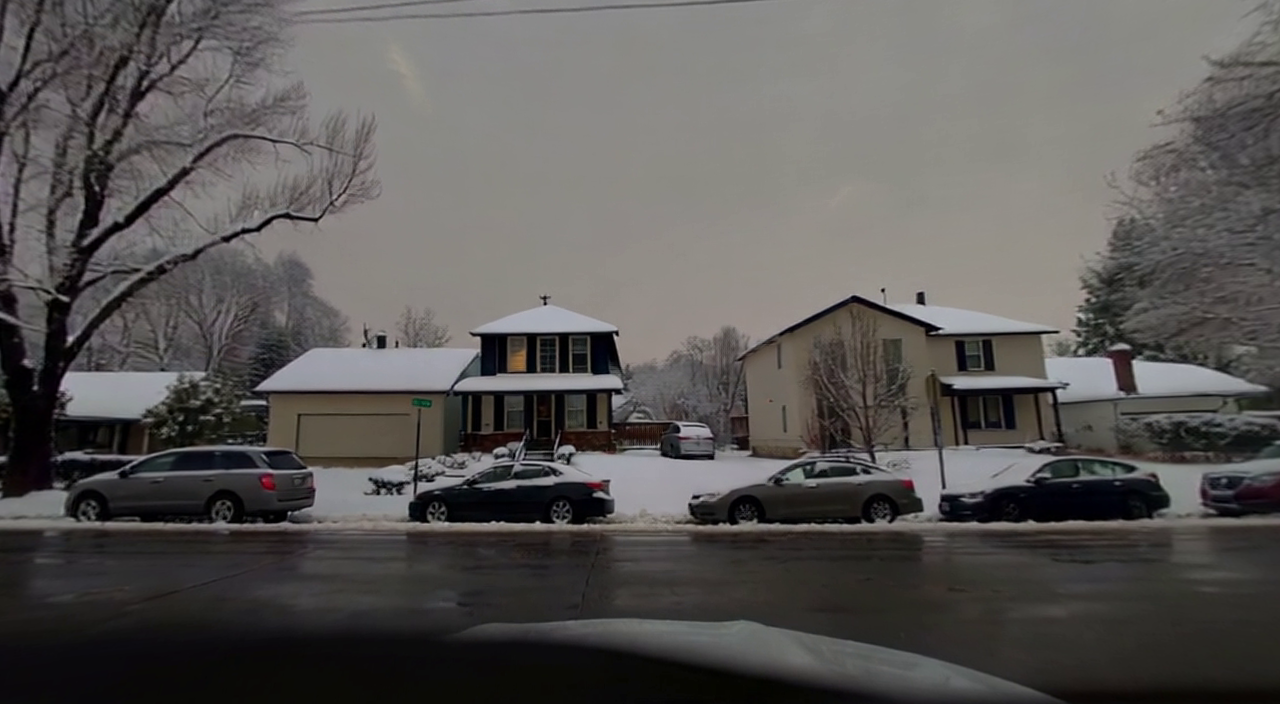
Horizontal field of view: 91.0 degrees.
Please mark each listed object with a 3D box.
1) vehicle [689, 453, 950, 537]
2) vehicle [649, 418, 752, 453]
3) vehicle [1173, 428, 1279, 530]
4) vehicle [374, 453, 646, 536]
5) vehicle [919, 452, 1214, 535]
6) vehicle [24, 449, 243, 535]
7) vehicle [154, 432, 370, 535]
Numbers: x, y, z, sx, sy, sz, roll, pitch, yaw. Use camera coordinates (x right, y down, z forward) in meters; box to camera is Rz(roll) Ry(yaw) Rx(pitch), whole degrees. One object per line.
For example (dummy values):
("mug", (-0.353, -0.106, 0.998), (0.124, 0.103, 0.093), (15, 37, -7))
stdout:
("vehicle", (3.365, 2.783, 12.557), (4.663, 1.452, 1.801), (1, -8, 1))
("vehicle", (2.715, 3.855, 28.946), (4.565, 1.479, 1.775), (1, -8, -1))
("vehicle", (14.676, 2.662, 13.348), (4.513, 1.970, 2.512), (1, -8, -3))
("vehicle", (-2.421, 2.814, 12.749), (5.075, 1.436, 1.863), (1, -8, 1))
("vehicle", (8.507, 2.829, 12.836), (4.785, 1.471, 1.798), (1, -8, -3))
("vehicle", (-11.410, 3.104, 14.639), (1.827, 1.648, 4.030), (1, -8, -3))
("vehicle", (-8.420, 2.906, 14.677), (2.046, 1.969, 4.585), (0, -8, 2))
